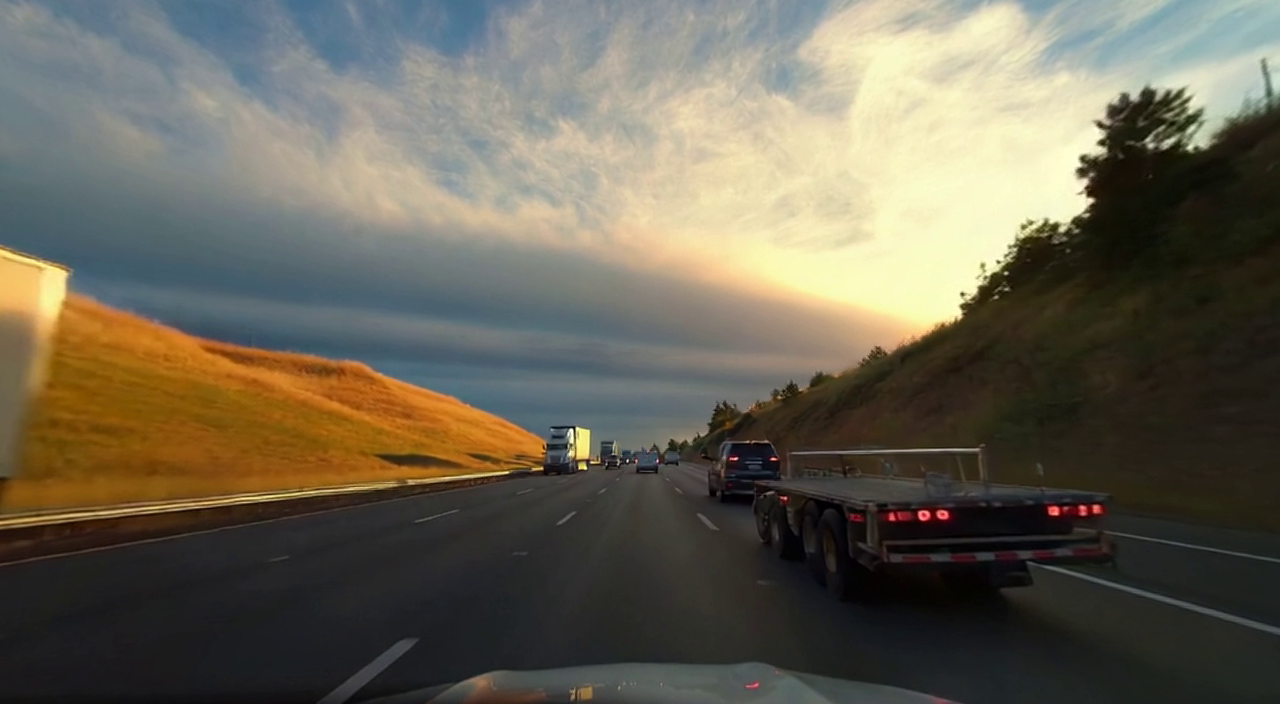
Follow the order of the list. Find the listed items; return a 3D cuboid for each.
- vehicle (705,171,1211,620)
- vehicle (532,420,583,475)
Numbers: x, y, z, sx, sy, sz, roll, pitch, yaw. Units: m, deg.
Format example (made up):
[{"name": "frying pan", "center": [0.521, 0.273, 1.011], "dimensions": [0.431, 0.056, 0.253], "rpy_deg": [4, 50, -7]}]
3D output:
[{"name": "vehicle", "center": [3.474, 1.362, 12.644], "dimensions": [2.845, 4.071, 14.008], "rpy_deg": [0, -9, 0]}, {"name": "vehicle", "center": [-6.226, 7.338, 48.525], "dimensions": [3.004, 3.974, 5.891], "rpy_deg": [0, -9, 1]}]
